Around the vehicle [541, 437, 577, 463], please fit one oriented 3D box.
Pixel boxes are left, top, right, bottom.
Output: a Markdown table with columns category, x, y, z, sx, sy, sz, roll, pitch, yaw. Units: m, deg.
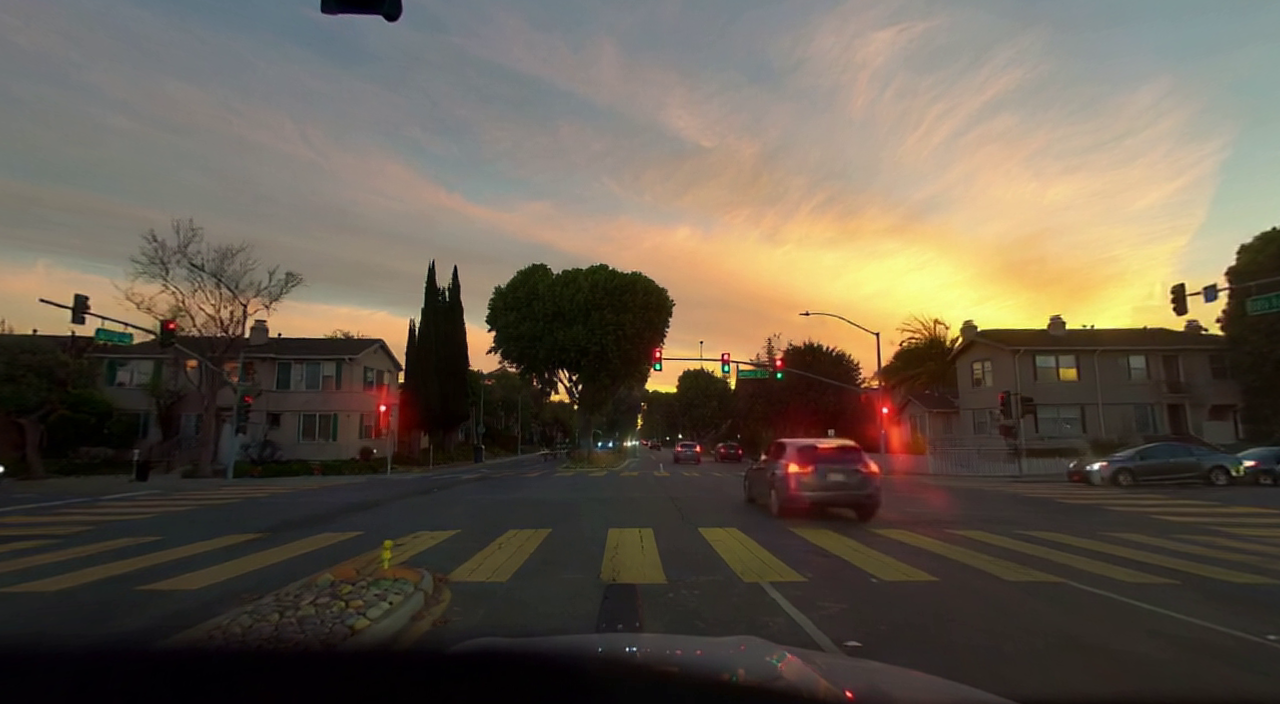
| category | x | y | z | sx | sy | sz | roll | pitch | yaw |
| --- | --- | --- | --- | --- | --- | --- | --- | --- | --- |
| vehicle | -5.566 | 6.822 | 43.886 | 2.025 | 1.704 | 4.104 | 0 | -9 | 0 |

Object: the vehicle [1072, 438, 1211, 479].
| category | x | y | z | sx | sy | sz | roll | pitch | yaw |
| --- | --- | --- | --- | --- | --- | --- | --- | --- | --- |
| vehicle | 23.502 | 4.989 | 29.745 | 4.807 | 1.835 | 2.033 | 0 | -9 | -1 |

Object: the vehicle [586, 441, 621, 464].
| category | x | y | z | sx | sy | sz | roll | pitch | yaw |
| --- | --- | --- | --- | --- | --- | --- | --- | --- | --- |
| vehicle | -2.393 | 6.714 | 42.286 | 2.045 | 1.484 | 3.991 | 0 | -9 | 0 |

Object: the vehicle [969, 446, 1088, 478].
| category | x | y | z | sx | sy | sz | roll | pitch | yaw |
| --- | --- | --- | --- | --- | --- | --- | --- | --- | --- |
| vehicle | 19.738 | 5.606 | 32.240 | 4.874 | 1.544 | 1.779 | 0 | -9 | 1 |

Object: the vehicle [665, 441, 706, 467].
| category | x | y | z | sx | sy | sz | roll | pitch | yaw |
| --- | --- | --- | --- | --- | --- | --- | --- | --- | --- |
| vehicle | 2.767 | 6.321 | 39.432 | 2.142 | 1.506 | 4.948 | 0 | -9 | -1 |

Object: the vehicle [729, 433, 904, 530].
| category | x | y | z | sx | sy | sz | roll | pitch | yaw |
| --- | --- | --- | --- | --- | --- | --- | --- | --- | --- |
| vehicle | 3.019 | 2.314 | 11.925 | 1.947 | 1.467 | 4.455 | 0 | -9 | -1 |

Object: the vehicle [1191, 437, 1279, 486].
| category | x | y | z | sx | sy | sz | roll | pitch | yaw |
| --- | --- | --- | --- | --- | --- | --- | --- | --- | --- |
| vehicle | 23.633 | 4.041 | 23.465 | 4.417 | 1.725 | 1.969 | 0 | -9 | -1 |
